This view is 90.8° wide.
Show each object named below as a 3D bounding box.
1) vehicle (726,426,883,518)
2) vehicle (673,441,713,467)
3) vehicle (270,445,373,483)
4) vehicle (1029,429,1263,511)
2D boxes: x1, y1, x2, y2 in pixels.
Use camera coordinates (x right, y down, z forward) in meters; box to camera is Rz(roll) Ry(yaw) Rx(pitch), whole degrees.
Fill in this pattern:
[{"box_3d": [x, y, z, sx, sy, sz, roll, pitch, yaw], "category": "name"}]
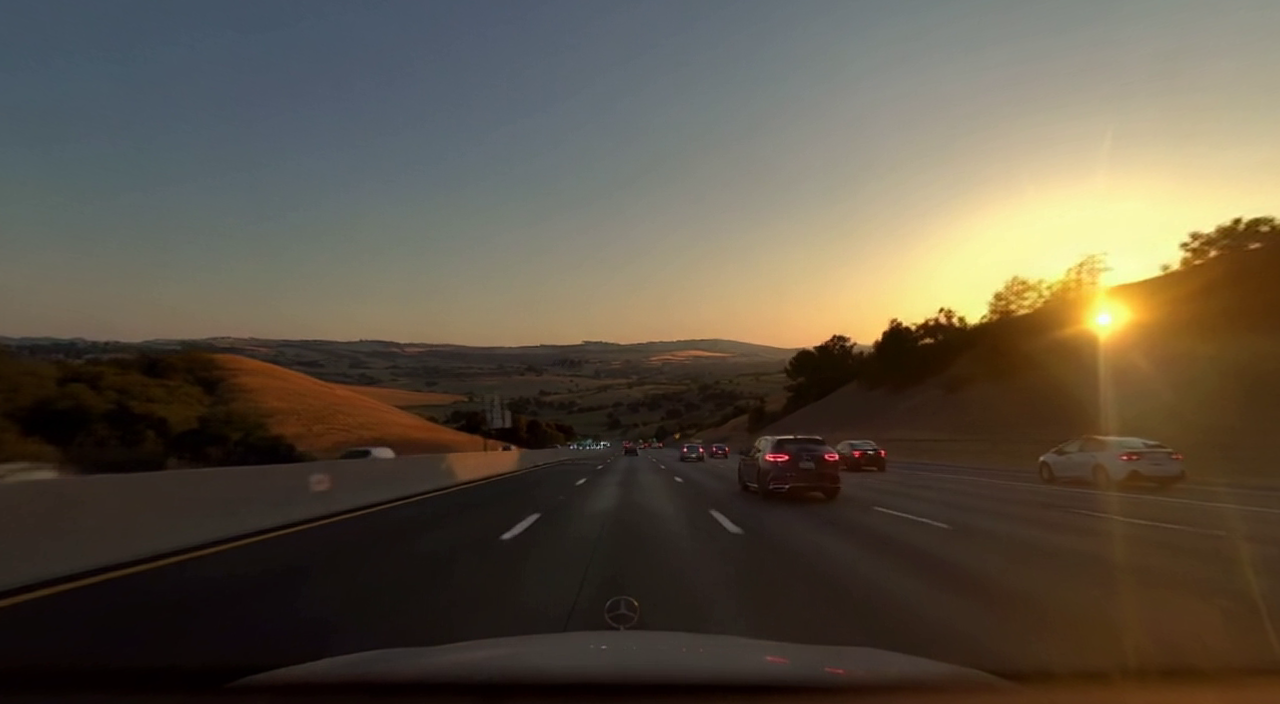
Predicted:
[{"box_3d": [3.214, 2.447, 13.451, 1.977, 1.601, 4.598, 0, -8, -2], "category": "vehicle"}, {"box_3d": [3.297, 6.399, 39.798, 2.038, 1.477, 4.313, 0, -8, -1], "category": "vehicle"}, {"box_3d": [-11.533, 4.037, 23.177, 1.730, 1.210, 3.824, 0, -8, 1], "category": "vehicle"}, {"box_3d": [11.030, 2.587, 14.259, 1.844, 1.560, 4.085, 0, -8, 0], "category": "vehicle"}]
